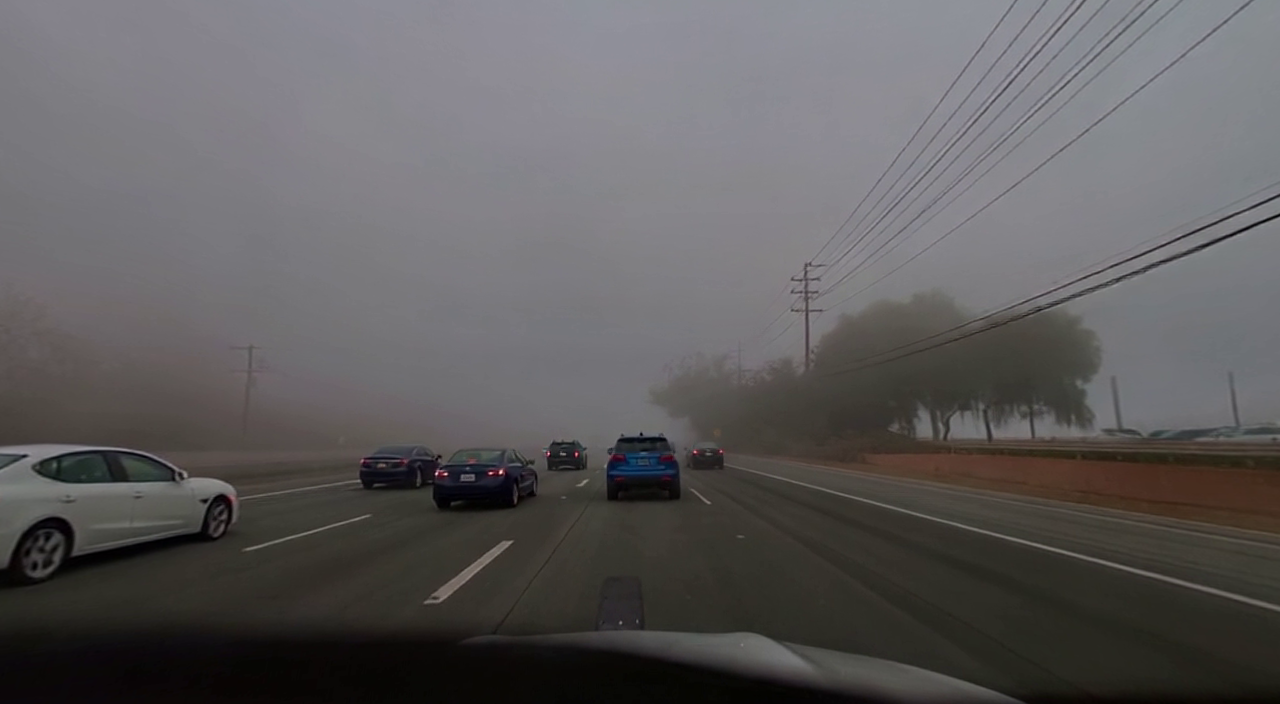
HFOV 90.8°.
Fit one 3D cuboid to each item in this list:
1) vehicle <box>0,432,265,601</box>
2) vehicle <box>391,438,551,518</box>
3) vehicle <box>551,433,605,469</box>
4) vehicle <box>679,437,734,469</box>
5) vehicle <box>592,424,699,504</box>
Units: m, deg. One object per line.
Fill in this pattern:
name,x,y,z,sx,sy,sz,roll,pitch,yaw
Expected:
vehicle,-6.543,1.673,7.134,1.958,1.447,4.454,0,-8,-1
vehicle,-3.420,2.648,13.893,2.203,1.425,4.610,0,-8,1
vehicle,-3.231,5.287,33.931,2.353,1.773,4.286,0,-8,1
vehicle,3.225,5.038,31.639,2.197,1.464,4.356,0,-8,-1
vehicle,0.105,2.722,15.697,2.284,1.699,4.168,0,-8,0
